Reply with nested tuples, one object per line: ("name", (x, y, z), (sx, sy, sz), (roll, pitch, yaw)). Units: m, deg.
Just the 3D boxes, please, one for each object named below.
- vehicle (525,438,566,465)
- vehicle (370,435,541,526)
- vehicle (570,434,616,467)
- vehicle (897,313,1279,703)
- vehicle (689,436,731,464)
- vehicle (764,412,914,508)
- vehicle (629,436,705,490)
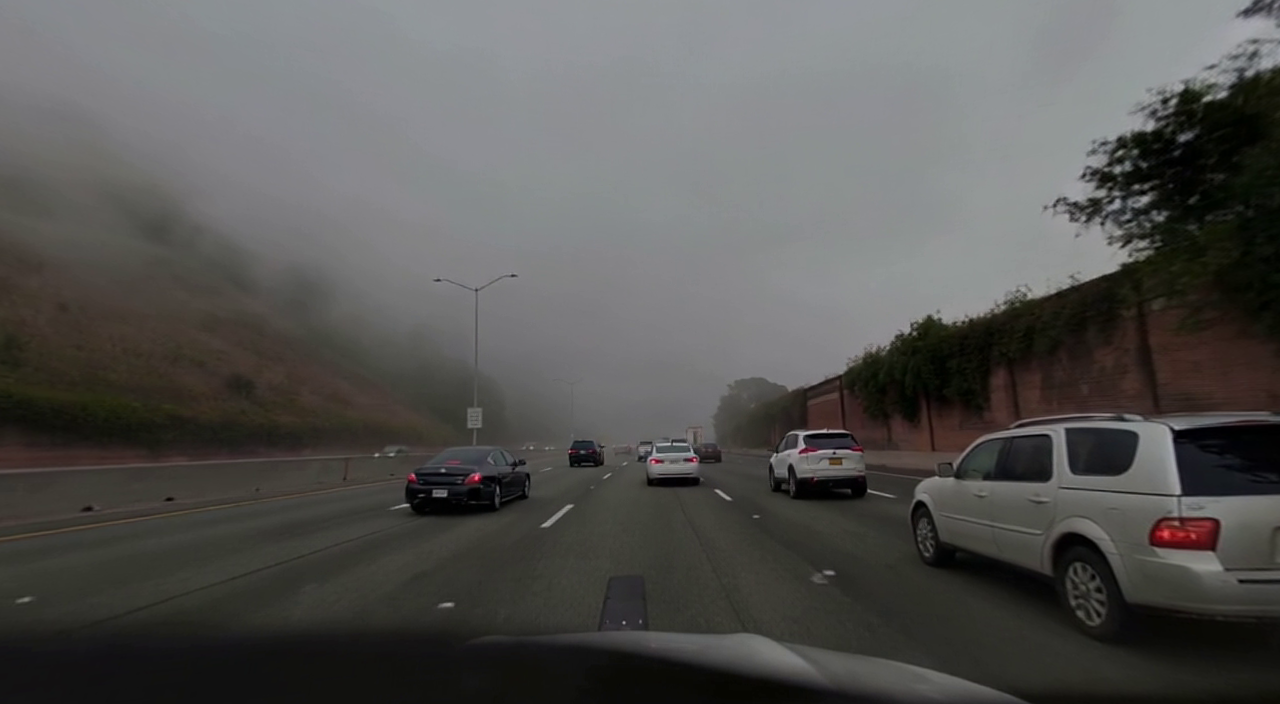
("vehicle", (-6.591, 6.968, 44.436), (2.055, 1.751, 4.825), (0, -8, 1))
("vehicle", (-3.348, 2.406, 12.493), (1.961, 1.456, 4.362), (0, -8, 2))
("vehicle", (-2.695, 5.820, 37.352), (2.154, 1.793, 4.736), (0, -8, 2))
("vehicle", (3.767, 1.020, 4.590), (1.930, 1.831, 4.344), (0, -8, 0))
("vehicle", (3.910, 5.561, 35.875), (1.855, 1.513, 3.915), (0, -8, -1))
("vehicle", (4.368, 2.454, 14.708), (1.970, 1.872, 4.575), (0, -8, 0))
("vehicle", (0.710, 3.374, 19.525), (2.105, 1.471, 3.978), (0, -8, -1))
